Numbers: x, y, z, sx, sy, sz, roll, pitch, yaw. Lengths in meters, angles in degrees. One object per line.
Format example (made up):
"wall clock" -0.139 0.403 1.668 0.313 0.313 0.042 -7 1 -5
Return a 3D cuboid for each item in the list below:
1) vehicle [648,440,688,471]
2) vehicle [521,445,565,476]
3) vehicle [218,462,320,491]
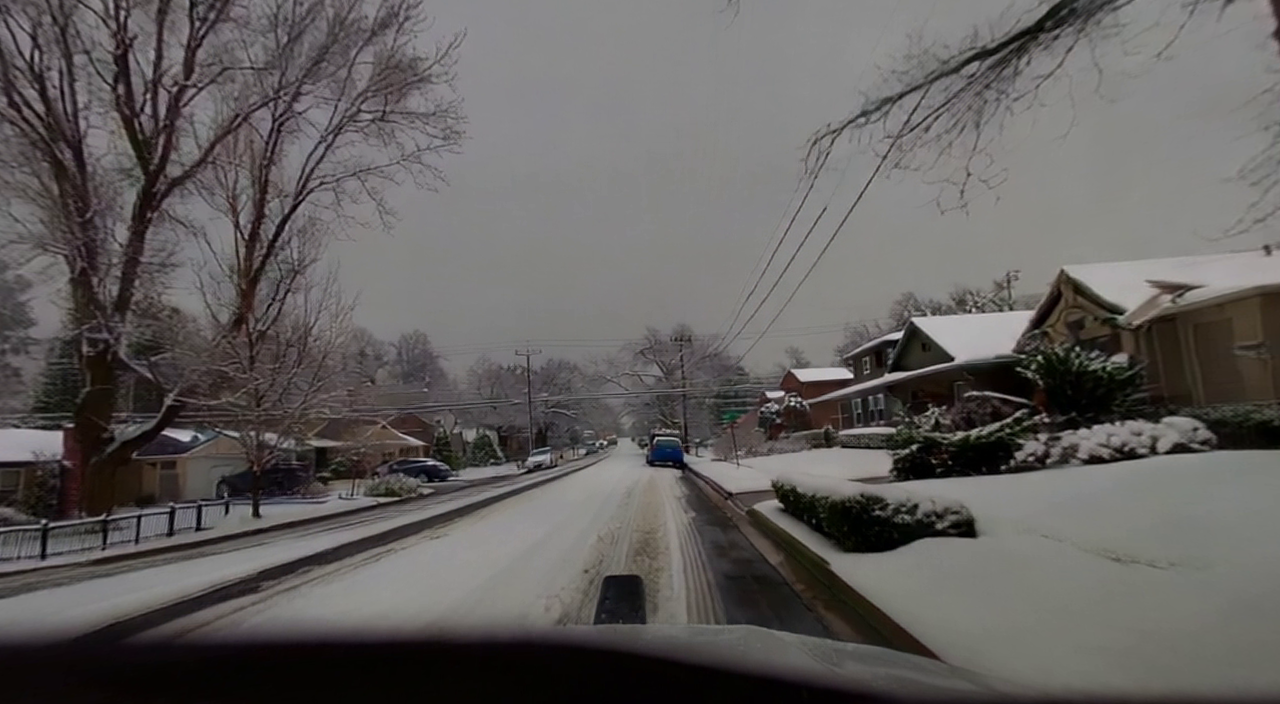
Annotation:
"vehicle" 1.477 5.705 34.832 2.005 1.553 3.984 -1 -9 -1
"vehicle" -6.830 7.665 44.876 2.208 1.834 4.675 -5 -9 0
"vehicle" -20.109 6.766 34.394 4.404 1.495 1.844 -1 -8 3
